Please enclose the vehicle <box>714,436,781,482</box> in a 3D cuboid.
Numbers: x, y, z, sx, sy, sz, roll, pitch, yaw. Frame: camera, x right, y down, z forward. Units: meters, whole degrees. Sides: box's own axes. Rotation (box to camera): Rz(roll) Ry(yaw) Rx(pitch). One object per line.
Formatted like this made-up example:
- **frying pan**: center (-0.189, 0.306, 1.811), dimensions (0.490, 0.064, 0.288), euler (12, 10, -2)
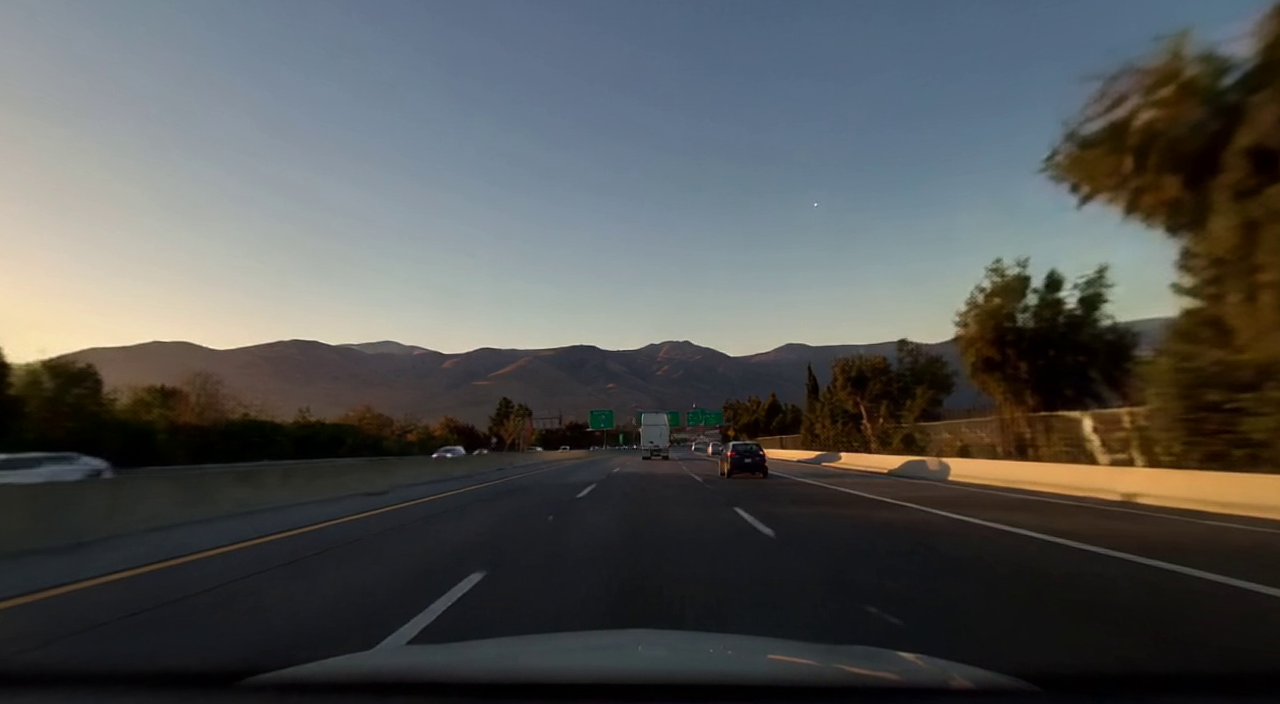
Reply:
- **vehicle**: center (4.110, 4.139, 24.724), dimensions (1.880, 1.624, 3.941), euler (0, -9, 0)
